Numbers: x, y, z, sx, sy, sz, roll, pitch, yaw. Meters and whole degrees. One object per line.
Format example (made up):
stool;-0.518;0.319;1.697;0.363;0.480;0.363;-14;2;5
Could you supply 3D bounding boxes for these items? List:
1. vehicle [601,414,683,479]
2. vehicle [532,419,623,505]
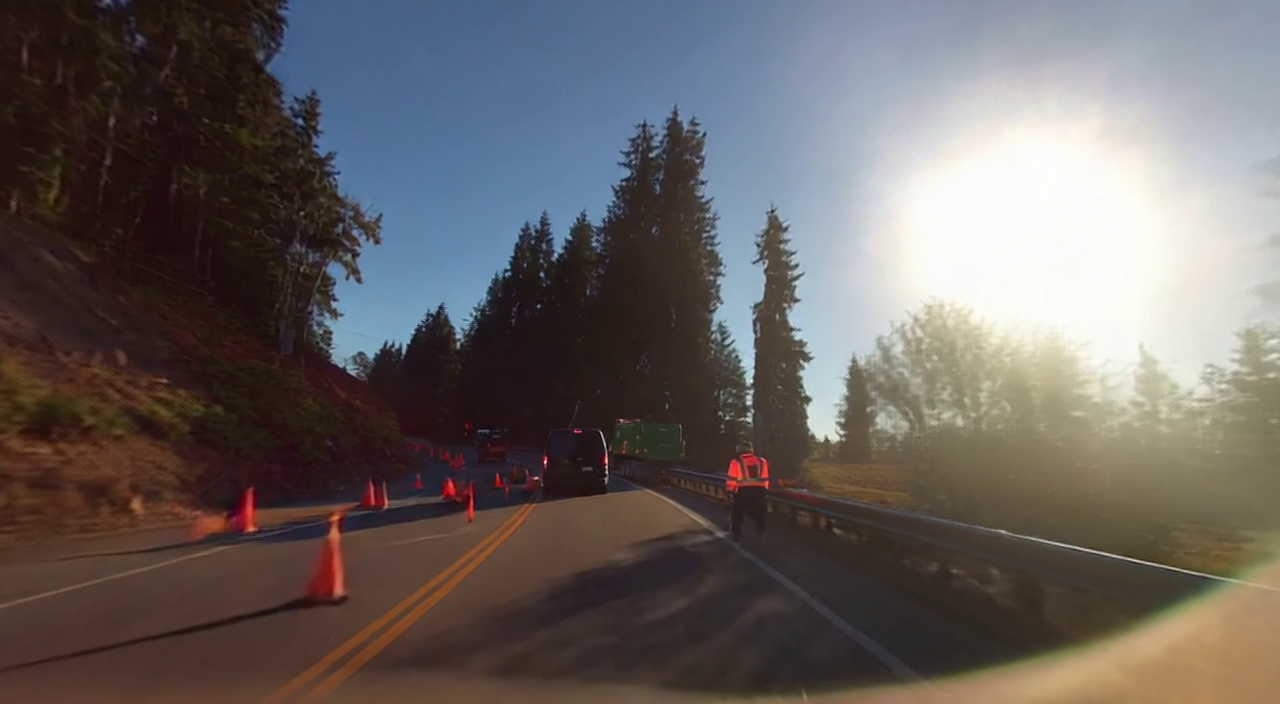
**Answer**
vehicle;-0.151;5.459;36.864;3.126;3.310;8.534;1;-8;-11
vehicle;-1.966;3.252;19.069;2.362;2.223;4.892;1;-9;-8
